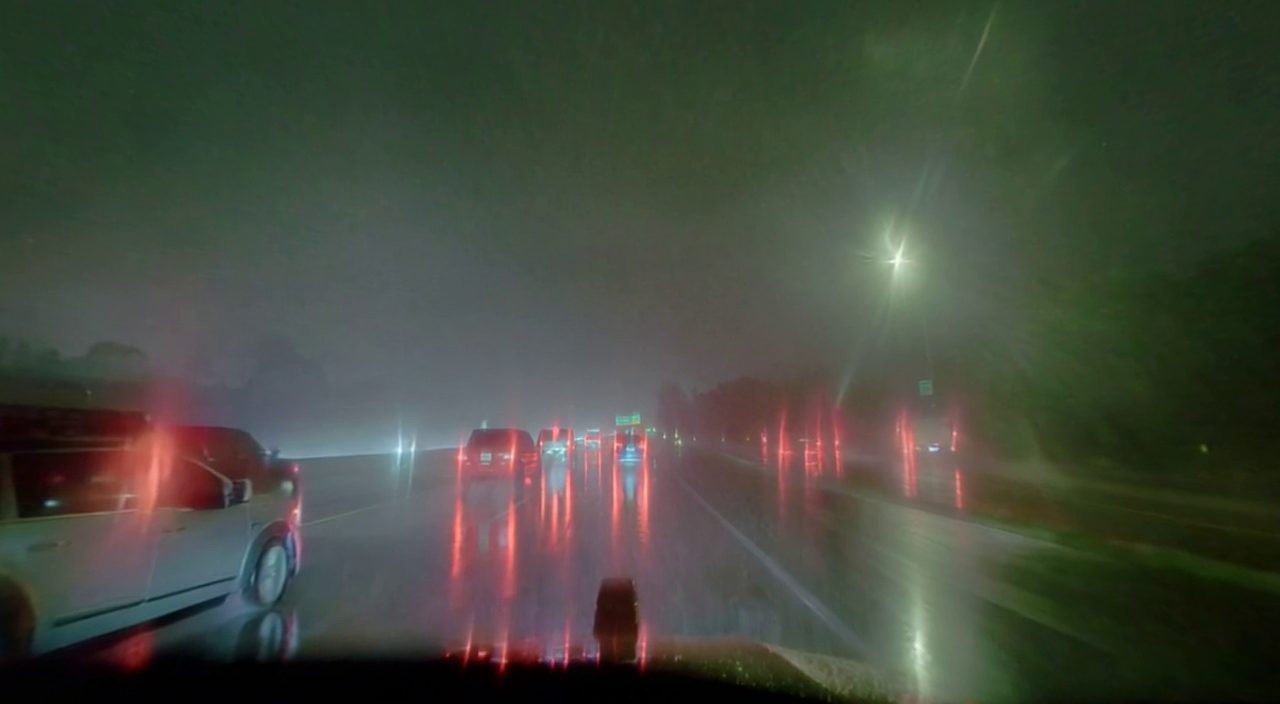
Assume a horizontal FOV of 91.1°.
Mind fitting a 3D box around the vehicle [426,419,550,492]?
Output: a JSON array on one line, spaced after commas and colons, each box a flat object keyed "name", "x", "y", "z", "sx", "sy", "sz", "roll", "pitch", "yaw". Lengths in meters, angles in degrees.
[{"name": "vehicle", "x": -3.868, "y": 2.717, "z": 16.961, "sx": 2.154, "sy": 1.690, "sz": 4.595, "roll": 0, "pitch": -8, "yaw": 1}]

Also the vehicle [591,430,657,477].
[{"name": "vehicle", "x": -0.535, "y": 3.440, "z": 21.589, "sx": 2.070, "sy": 1.452, "sz": 3.834, "roll": 0, "pitch": -8, "yaw": -1}]

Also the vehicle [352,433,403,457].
[{"name": "vehicle", "x": -20.168, "y": 7.156, "z": 48.514, "sx": 2.039, "sy": 1.717, "sz": 4.349, "roll": 0, "pitch": -8, "yaw": 0}]

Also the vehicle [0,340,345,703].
[{"name": "vehicle", "x": -3.854, "y": 0.947, "z": 3.757, "sx": 2.107, "sy": 1.703, "sz": 4.274, "roll": 0, "pitch": -8, "yaw": 0}]
